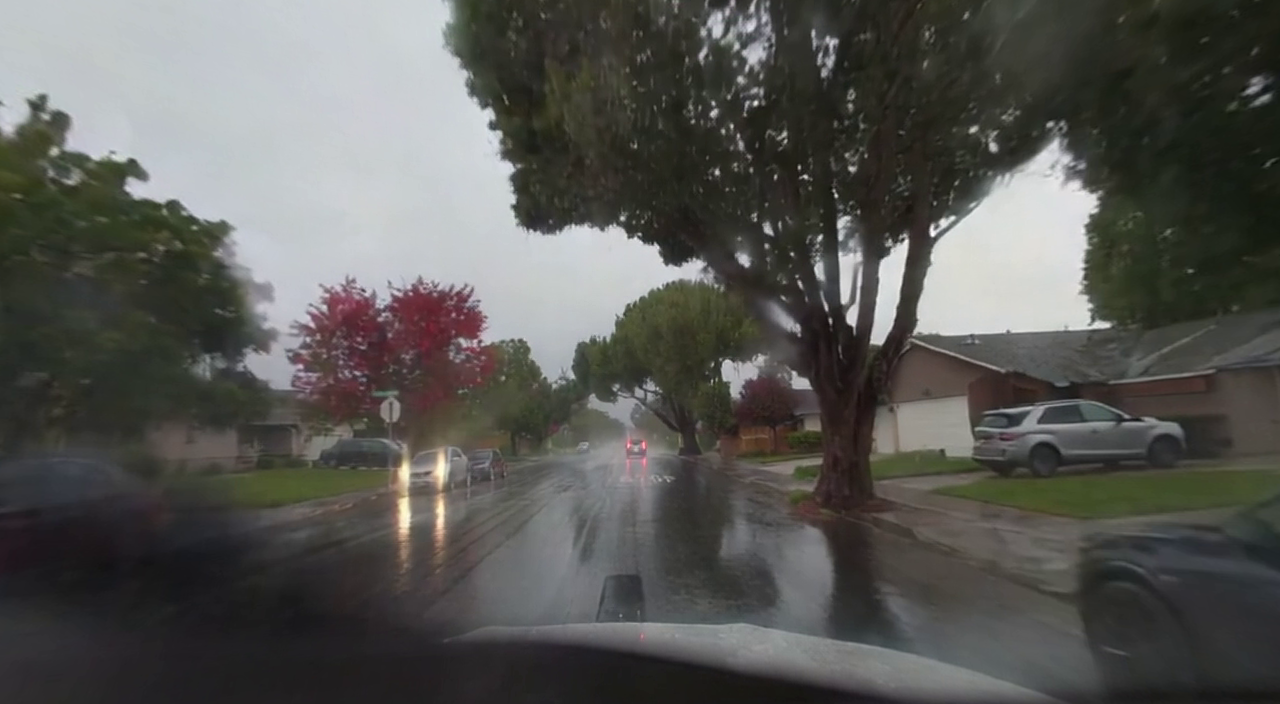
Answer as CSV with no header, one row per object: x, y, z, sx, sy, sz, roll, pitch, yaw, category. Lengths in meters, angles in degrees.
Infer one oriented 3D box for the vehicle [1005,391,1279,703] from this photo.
3.146,0.739,1.185,2.004,1.469,4.706,0,-8,-1,vehicle

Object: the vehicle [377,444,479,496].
-6.994,3.904,21.338,1.972,1.543,4.622,0,-8,-2,vehicle

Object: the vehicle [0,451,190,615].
-6.849,1.722,5.901,2.009,1.470,4.475,-3,-9,-1,vehicle

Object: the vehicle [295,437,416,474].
-15.641,5.711,34.929,5.619,1.947,2.183,1,-9,-4,vehicle
